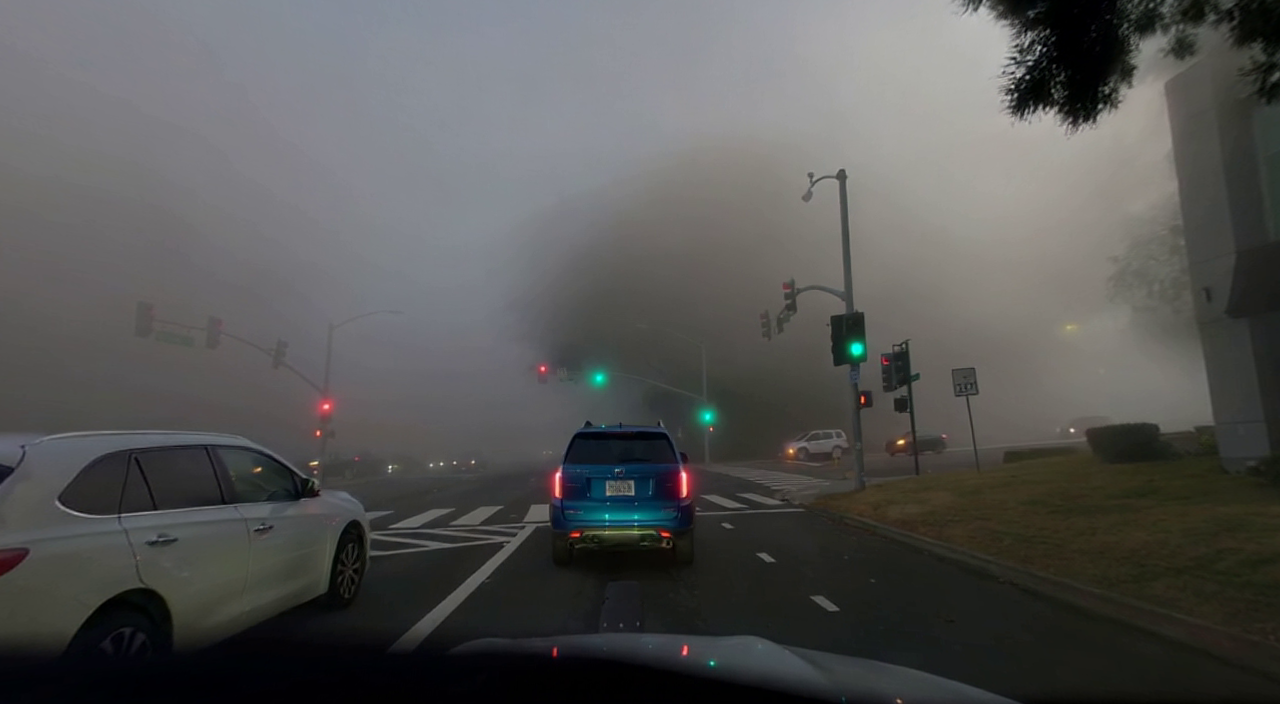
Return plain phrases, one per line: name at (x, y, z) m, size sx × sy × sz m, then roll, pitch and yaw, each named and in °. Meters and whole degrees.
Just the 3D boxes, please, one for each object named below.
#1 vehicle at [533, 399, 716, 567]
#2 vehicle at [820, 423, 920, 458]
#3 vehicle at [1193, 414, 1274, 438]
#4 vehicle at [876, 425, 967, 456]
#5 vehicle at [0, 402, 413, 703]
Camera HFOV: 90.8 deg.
vehicle at (-0.179, 1.791, 9.335) m, size 2.059 × 1.877 × 4.249 m, roll 0°, pitch -8°, yaw 0°
vehicle at (12.741, 4.907, 35.060) m, size 4.872 × 1.806 × 2.107 m, roll 3°, pitch -9°, yaw -19°
vehicle at (39.182, 4.889, 41.703) m, size 4.509 × 1.487 × 1.915 m, roll 3°, pitch -9°, yaw -19°
vehicle at (14.487, 4.565, 32.556) m, size 3.830 × 1.545 × 2.006 m, roll 3°, pitch -9°, yaw -19°
vehicle at (-3.378, 1.263, 4.563) m, size 2.011 × 1.527 × 4.008 m, roll 0°, pitch -8°, yaw -1°
